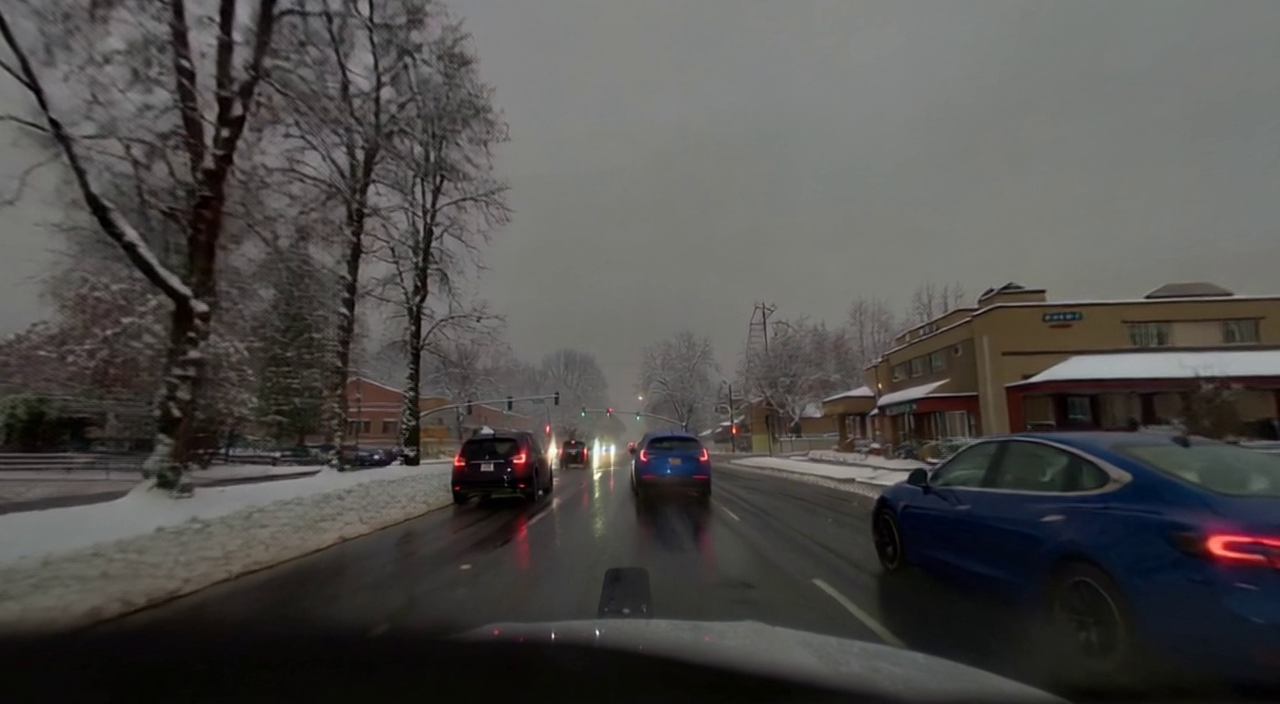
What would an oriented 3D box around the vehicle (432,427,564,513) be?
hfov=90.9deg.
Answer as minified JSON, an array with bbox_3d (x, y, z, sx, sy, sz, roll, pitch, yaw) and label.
[{"bbox_3d":[-3.103,2.689,14.885,2.043,1.687,4.676,0,-8,0],"label":"vehicle"}]

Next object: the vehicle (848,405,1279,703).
[{"bbox_3d":[3.450,1.307,4.881,2.017,1.491,4.611,0,-8,-1],"label":"vehicle"}]

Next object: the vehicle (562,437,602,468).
[{"bbox_3d":[-3.411,6.070,38.071,2.014,1.755,4.360,0,-8,0],"label":"vehicle"}]

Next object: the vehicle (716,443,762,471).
[{"bbox_3d":[5.668,6.062,36.607,2.010,1.486,4.498,0,-8,1],"label":"vehicle"}]

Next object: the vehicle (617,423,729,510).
[{"bbox_3d":[0.620,2.653,15.024,2.280,1.747,4.361,0,-8,-1],"label":"vehicle"}]
